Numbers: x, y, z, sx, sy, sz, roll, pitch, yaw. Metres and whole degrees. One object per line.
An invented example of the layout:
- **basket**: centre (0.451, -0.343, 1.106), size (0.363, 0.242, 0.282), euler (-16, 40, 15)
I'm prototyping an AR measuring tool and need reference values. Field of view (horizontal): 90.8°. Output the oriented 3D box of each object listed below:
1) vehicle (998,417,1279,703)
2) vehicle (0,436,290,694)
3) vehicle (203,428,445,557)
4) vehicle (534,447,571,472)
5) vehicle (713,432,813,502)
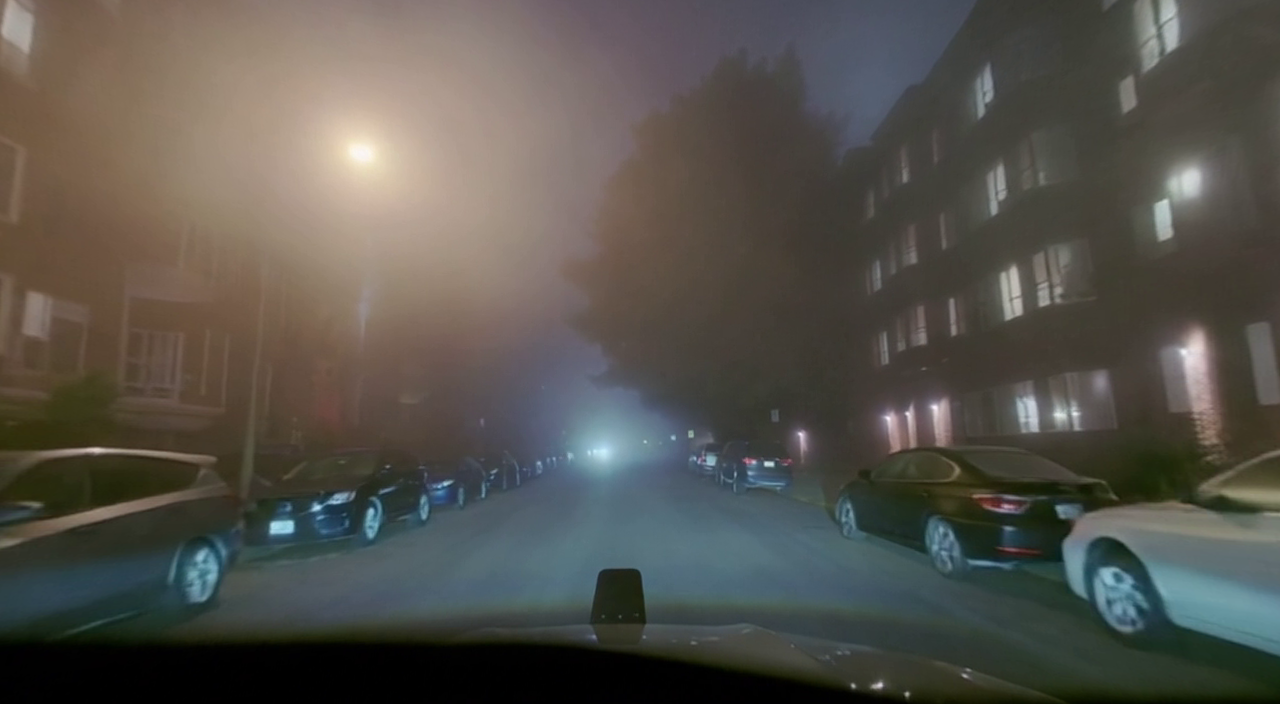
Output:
- **vehicle**: centre (4.070, 1.084, 3.064), size (1.707, 1.528, 4.812), euler (0, -8, -2)
- **vehicle**: centre (-4.901, 1.429, 4.652), size (2.049, 1.509, 4.783), euler (-2, -7, -2)
- **vehicle**: centre (-5.024, 2.249, 10.970), size (1.922, 1.728, 4.628), euler (0, -8, -2)
- **vehicle**: centre (-5.578, 6.863, 40.581), size (1.647, 1.481, 4.433), euler (0, -8, 1)
- **vehicle**: centre (3.499, 3.371, 19.058), size (1.912, 1.781, 5.159), euler (0, -8, -1)
